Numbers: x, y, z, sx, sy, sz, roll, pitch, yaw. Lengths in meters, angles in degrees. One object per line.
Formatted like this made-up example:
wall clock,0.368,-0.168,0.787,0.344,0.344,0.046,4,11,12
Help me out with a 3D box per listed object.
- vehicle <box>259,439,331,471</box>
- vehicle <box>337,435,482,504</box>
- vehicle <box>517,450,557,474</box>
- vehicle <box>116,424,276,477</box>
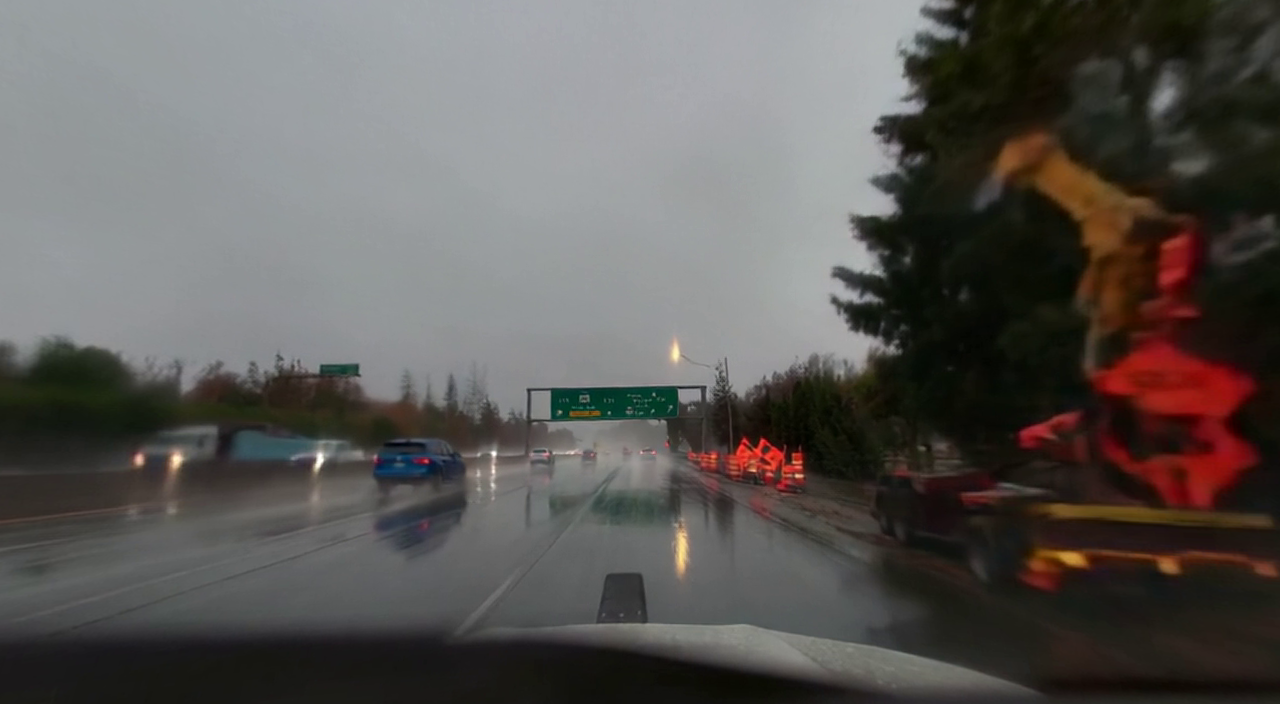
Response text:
vehicle,-18.567,5.560,34.047,1.761,1.619,3.719,0,-9,-1
vehicle,-6.399,3.315,18.224,2.402,1.733,4.512,0,-9,1
vehicle,-6.833,7.341,42.172,1.895,1.506,4.245,0,-9,0
vehicle,-30.016,6.770,43.530,3.172,3.191,10.560,0,-9,2
